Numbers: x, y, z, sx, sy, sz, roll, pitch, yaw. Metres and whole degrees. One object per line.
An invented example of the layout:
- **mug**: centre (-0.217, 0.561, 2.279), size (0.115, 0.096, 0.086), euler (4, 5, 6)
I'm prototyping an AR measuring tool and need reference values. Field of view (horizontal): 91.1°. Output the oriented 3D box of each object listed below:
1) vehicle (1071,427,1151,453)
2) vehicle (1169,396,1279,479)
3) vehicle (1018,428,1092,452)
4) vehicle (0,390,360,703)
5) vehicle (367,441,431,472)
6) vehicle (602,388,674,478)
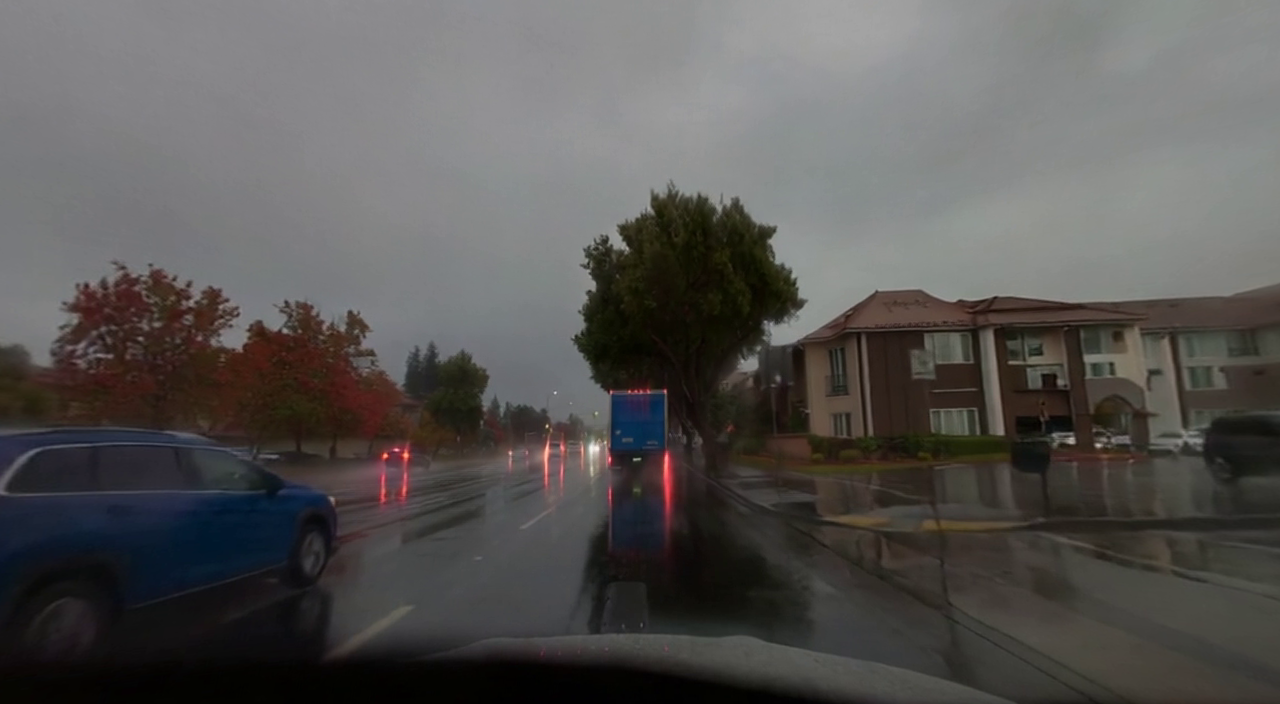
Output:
- **vehicle**: centre (27.436, 5.143, 36.624), size (3.341, 1.387, 1.619), euler (-1, -8, -3)
- **vehicle**: centre (13.866, 1.734, 12.864), size (4.321, 1.579, 1.823), euler (0, -7, 1)
- **vehicle**: centre (25.871, 5.514, 39.175), size (3.503, 1.419, 1.646), euler (1, -9, -4)
- **vehicle**: centre (-4.082, 1.221, 4.526), size (2.078, 1.597, 4.355), euler (0, -9, 0)
- **vehicle**: centre (-13.939, 6.062, 36.593), size (1.958, 1.672, 4.283), euler (0, -8, 1)
- **vehicle**: centre (0.025, 3.917, 29.788), size (2.905, 3.644, 8.807), euler (0, -8, 1)
